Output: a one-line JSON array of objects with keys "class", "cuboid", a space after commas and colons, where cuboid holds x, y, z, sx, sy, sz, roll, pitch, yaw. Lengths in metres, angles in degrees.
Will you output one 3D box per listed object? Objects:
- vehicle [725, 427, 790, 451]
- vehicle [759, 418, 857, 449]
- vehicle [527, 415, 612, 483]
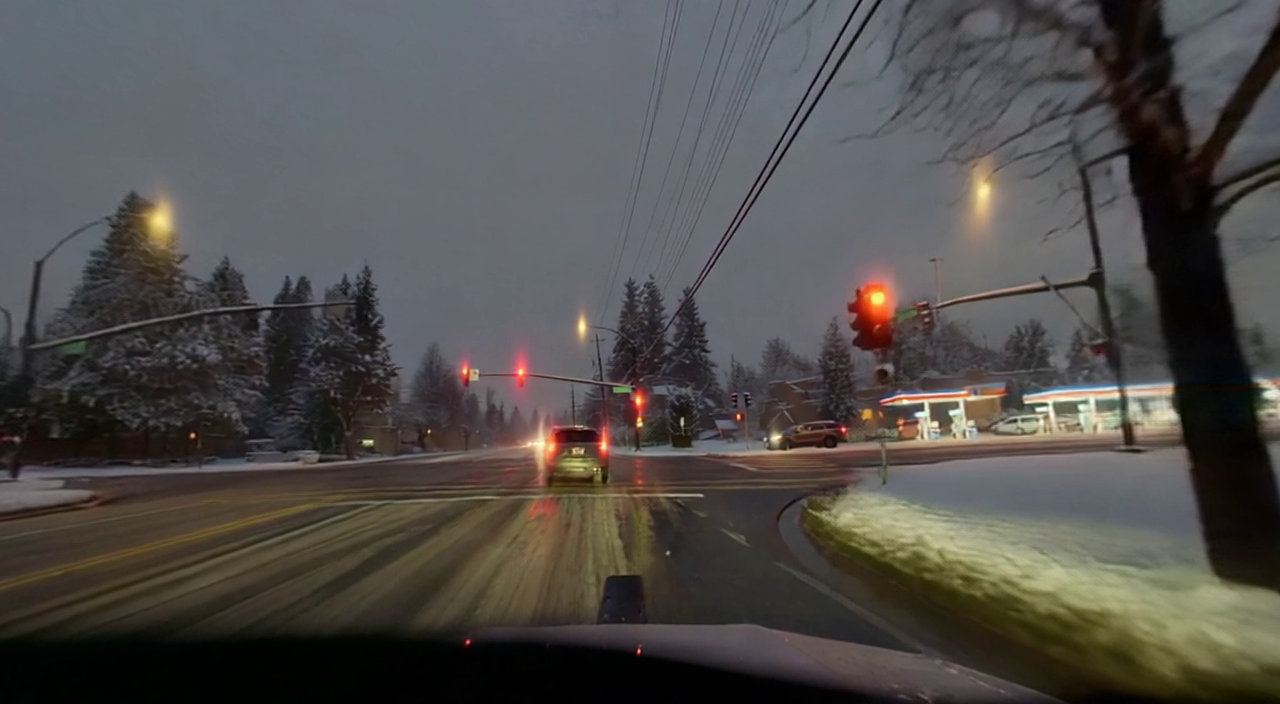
[{"class": "vehicle", "cuboid": [7.768, 5.767, 41.712, 3.990, 1.548, 1.780, 0, -8, 4]}, {"class": "vehicle", "cuboid": [9.839, 4.825, 37.038, 5.149, 1.725, 1.964, 0, -8, -4]}, {"class": "vehicle", "cuboid": [-2.141, 3.023, 19.746, 2.300, 1.868, 4.690, 1, -8, -5]}]
